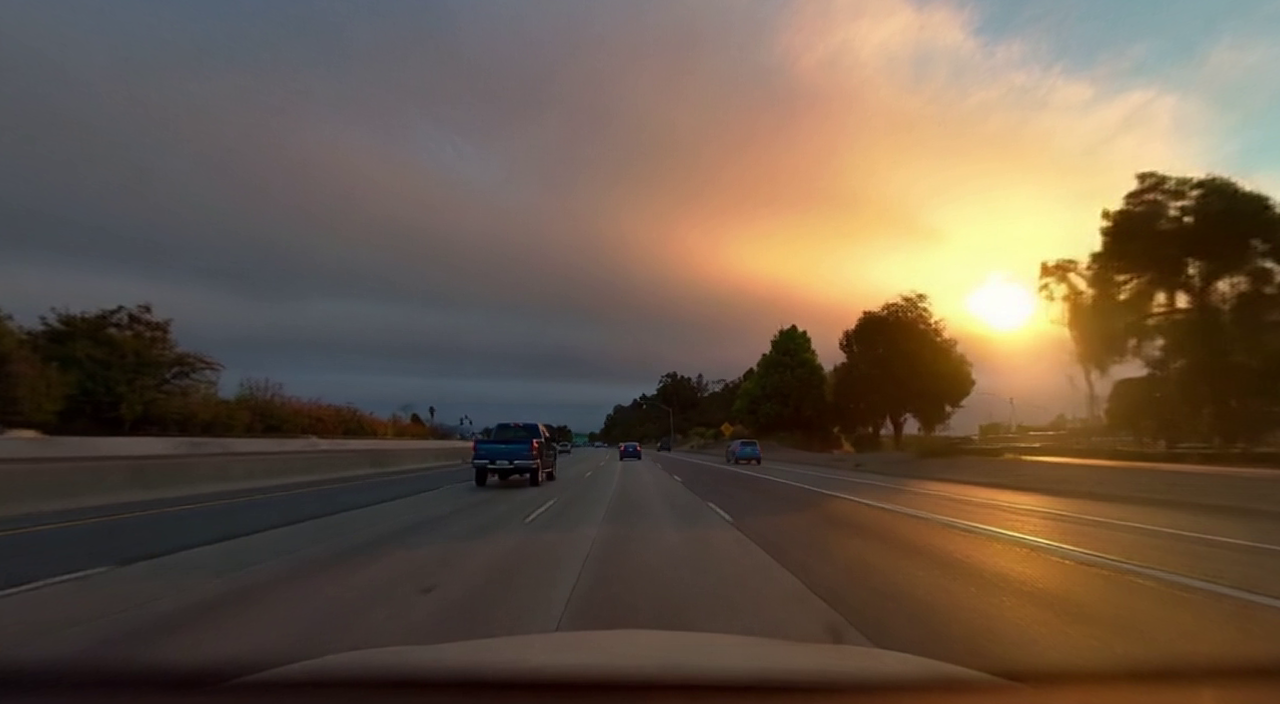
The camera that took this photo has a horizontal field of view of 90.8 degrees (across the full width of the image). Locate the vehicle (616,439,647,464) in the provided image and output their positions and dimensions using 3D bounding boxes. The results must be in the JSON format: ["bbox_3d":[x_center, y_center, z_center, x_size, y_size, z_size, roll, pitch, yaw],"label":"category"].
[{"bbox_3d":[-0.617,7.117,45.254,2.157,1.642,4.189,0,-8,-1],"label":"vehicle"}]

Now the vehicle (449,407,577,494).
[{"bbox_3d":[-3.539,2.957,19.136,2.592,2.179,6.034,0,-8,0],"label":"vehicle"}]

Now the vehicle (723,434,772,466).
[{"bbox_3d":[6.827,6.321,40.689,2.103,1.898,5.310,0,-8,-1],"label":"vehicle"}]
